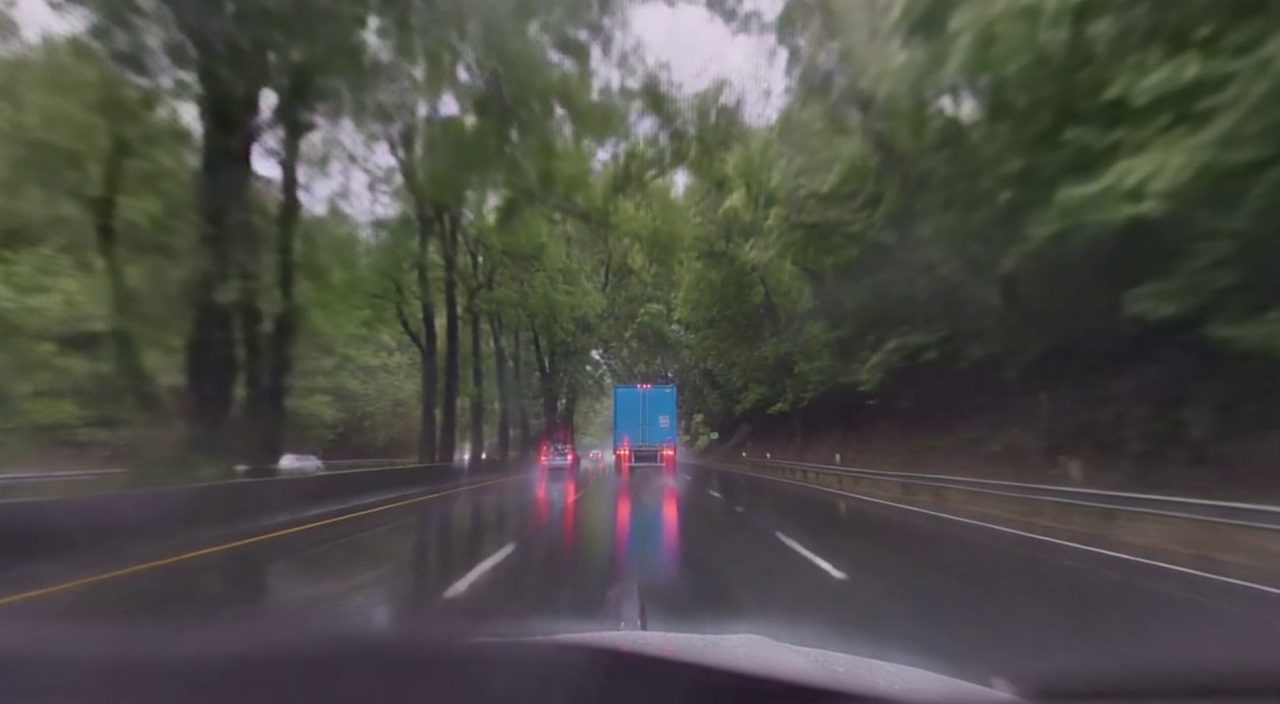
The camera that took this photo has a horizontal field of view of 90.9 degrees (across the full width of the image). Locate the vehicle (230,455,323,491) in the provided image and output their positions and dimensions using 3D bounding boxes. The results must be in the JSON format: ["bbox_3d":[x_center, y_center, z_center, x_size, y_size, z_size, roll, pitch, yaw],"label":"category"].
[{"bbox_3d":[-16.230,5.398,28.351,1.779,1.438,3.897,0,-9,1],"label":"vehicle"}]

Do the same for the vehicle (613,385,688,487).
[{"bbox_3d":[0.470,3.870,28.380,2.821,3.878,8.925,0,-9,1],"label":"vehicle"}]

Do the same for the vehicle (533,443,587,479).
[{"bbox_3d":[-3.880,5.386,31.409,2.018,1.632,4.722,0,-9,1],"label":"vehicle"}]
